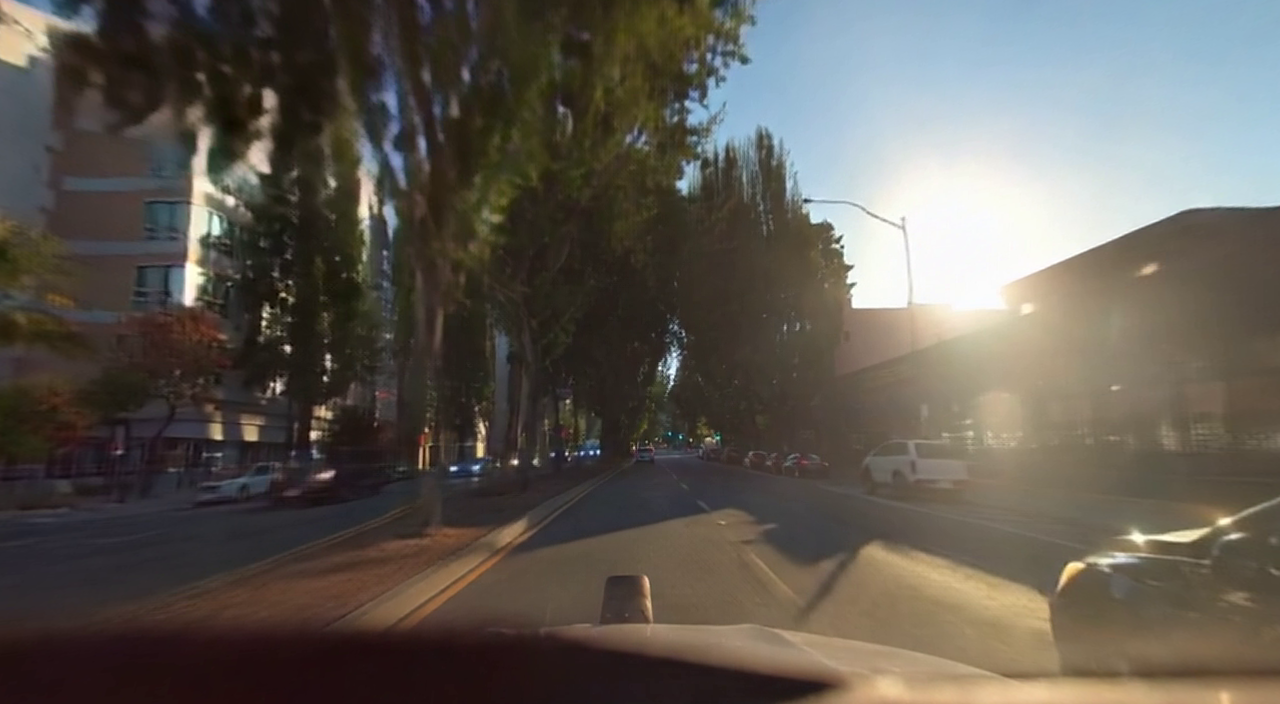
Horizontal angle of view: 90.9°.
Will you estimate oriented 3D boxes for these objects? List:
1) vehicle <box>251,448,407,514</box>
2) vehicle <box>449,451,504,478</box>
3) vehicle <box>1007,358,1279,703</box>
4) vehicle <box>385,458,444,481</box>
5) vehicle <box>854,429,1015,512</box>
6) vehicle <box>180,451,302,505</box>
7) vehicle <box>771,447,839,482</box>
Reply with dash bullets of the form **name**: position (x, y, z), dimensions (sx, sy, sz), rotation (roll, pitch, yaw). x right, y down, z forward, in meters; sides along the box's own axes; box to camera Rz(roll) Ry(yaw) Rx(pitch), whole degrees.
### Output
- **vehicle**: position (-8.349, 3.465, 17.505), dimensions (1.904, 1.537, 4.618), rotation (0, -8, 1)
- **vehicle**: position (-9.740, 6.720, 37.864), dimensions (1.890, 1.482, 4.411), rotation (-1, -8, 4)
- **vehicle**: position (2.782, 0.652, 0.977), dimensions (1.989, 1.498, 4.050), rotation (0, -8, 1)
- **vehicle**: position (-16.598, 8.614, 46.429), dimensions (3.665, 1.559, 1.782), rotation (7, -11, -39)
- **vehicle**: position (7.421, 3.013, 16.529), dimensions (2.050, 1.838, 4.535), rotation (0, -8, 1)
- **vehicle**: position (-15.934, 5.015, 25.530), dimensions (1.972, 1.898, 4.556), rotation (0, -8, 0)
- **vehicle**: position (7.516, 5.153, 29.190), dimensions (1.874, 1.438, 4.466), rotation (0, -8, -1)
